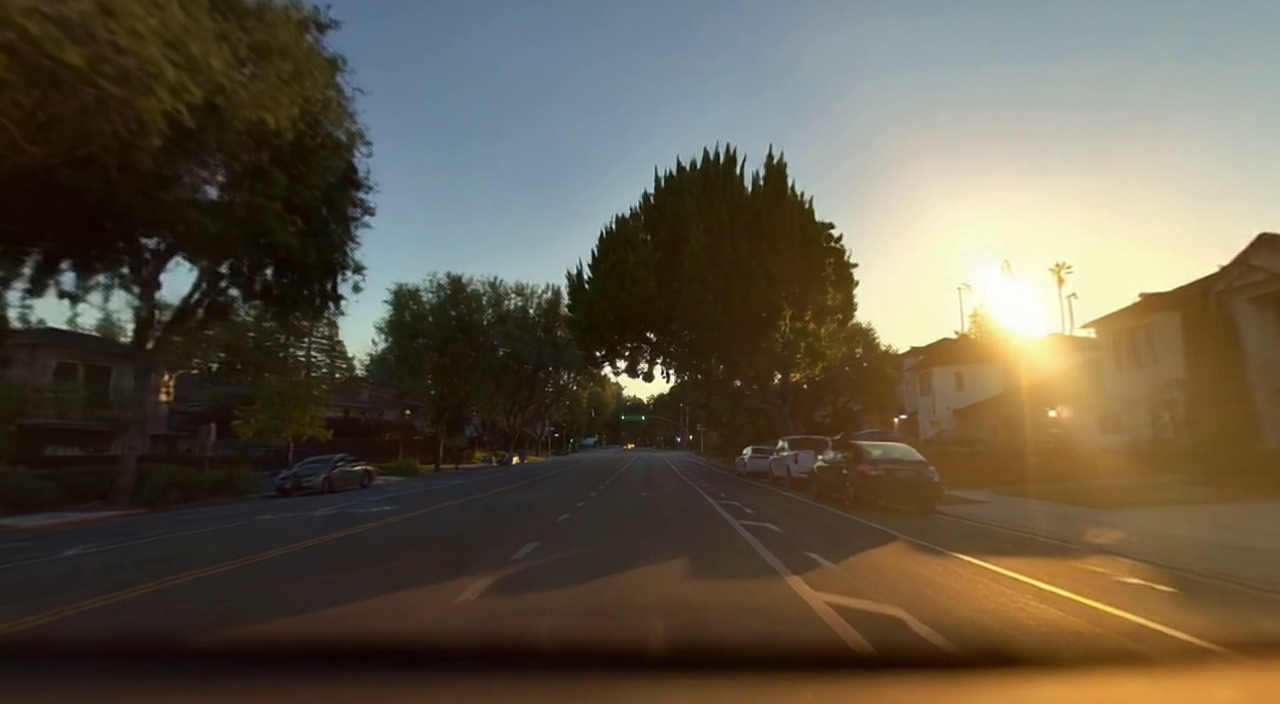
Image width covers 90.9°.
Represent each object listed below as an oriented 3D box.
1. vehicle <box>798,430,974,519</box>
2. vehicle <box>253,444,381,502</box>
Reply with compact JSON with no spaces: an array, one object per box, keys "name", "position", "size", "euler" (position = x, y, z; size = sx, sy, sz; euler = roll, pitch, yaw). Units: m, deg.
[{"name":"vehicle","position":[5.106,2.617,14.055],"size":[1.885,1.603,5.235],"euler":[0,-9,1]},{"name":"vehicle","position":[-11.562,4.304,23.030],"size":[2.054,1.704,4.710],"euler":[-3,-7,3]}]
